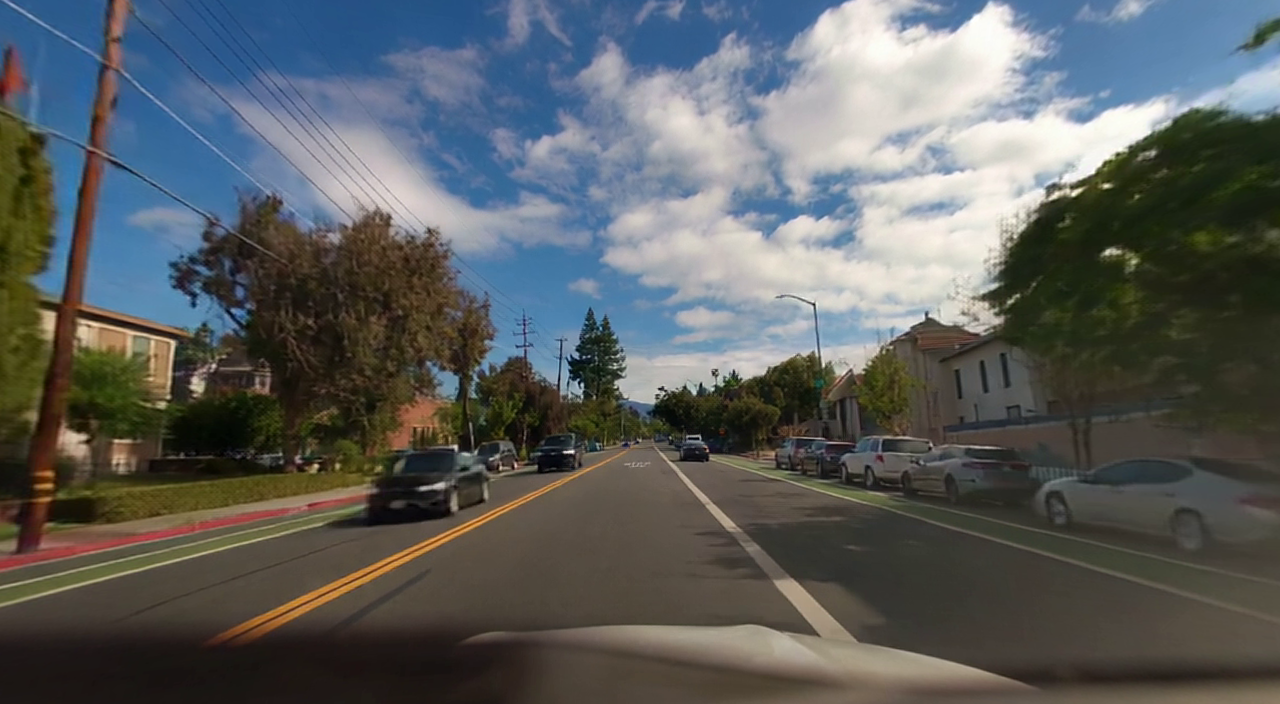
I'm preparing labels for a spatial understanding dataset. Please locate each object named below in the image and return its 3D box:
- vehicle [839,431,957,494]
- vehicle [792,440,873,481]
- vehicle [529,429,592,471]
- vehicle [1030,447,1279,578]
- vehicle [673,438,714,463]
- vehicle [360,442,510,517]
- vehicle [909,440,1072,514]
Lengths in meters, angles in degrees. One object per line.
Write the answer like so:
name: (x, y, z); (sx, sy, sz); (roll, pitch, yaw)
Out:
vehicle: (8.021, 3.472, 20.143); (1.879, 1.765, 4.339); (0, -8, 0)
vehicle: (7.727, 4.378, 25.823); (1.862, 1.492, 4.571); (0, -8, 0)
vehicle: (-4.181, 5.294, 34.339); (2.435, 2.069, 5.772); (-1, -8, 2)
vehicle: (7.929, 2.116, 9.203); (1.787, 1.402, 4.271); (-1, -8, 1)
vehicle: (3.411, 6.352, 40.762); (2.059, 1.489, 4.629); (0, -8, -2)
vehicle: (-4.521, 2.845, 14.670); (1.989, 1.474, 4.112); (-1, -8, 2)
vehicle: (8.037, 2.863, 14.916); (1.836, 1.500, 3.630); (0, -8, 2)
